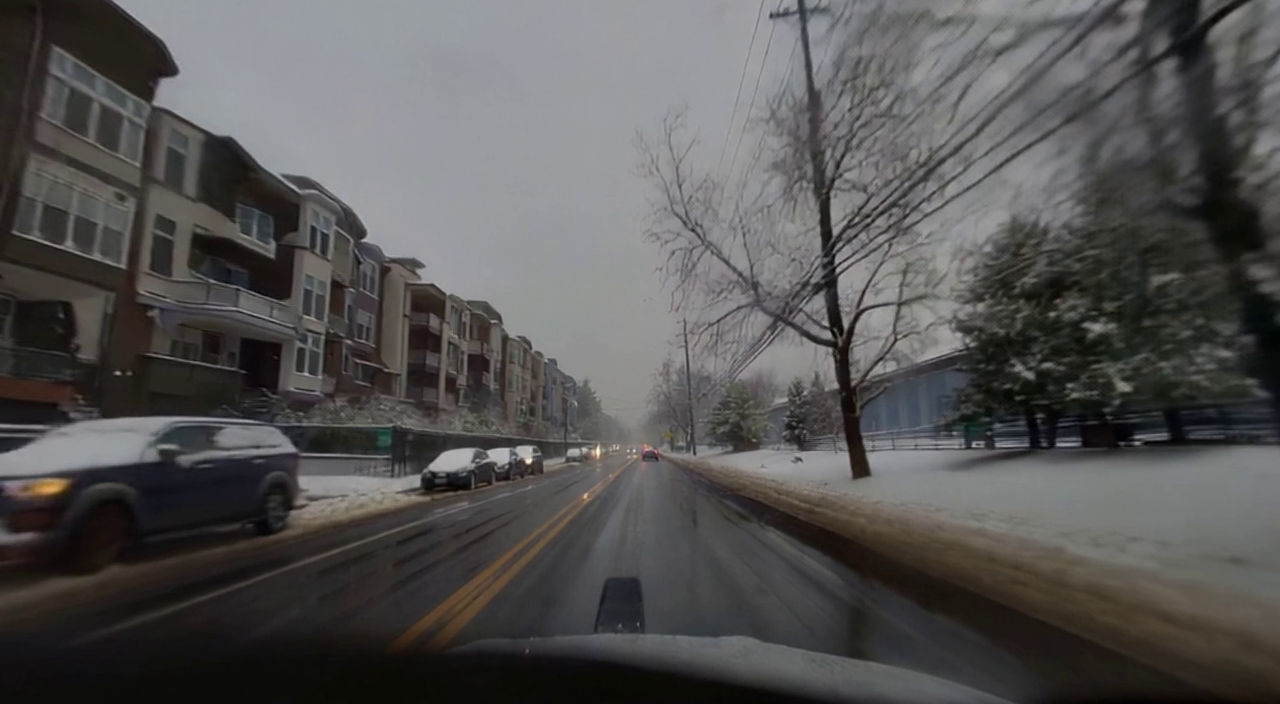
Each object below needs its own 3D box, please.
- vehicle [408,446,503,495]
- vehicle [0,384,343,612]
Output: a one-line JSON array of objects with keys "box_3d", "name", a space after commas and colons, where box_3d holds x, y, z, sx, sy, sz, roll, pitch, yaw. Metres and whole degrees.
[{"box_3d": [-6.438, 4.142, 22.625, 1.914, 1.417, 4.750, 2, -8, 1], "name": "vehicle"}, {"box_3d": [-6.485, 1.646, 8.402, 2.331, 1.962, 5.633, 2, -8, -1], "name": "vehicle"}]
